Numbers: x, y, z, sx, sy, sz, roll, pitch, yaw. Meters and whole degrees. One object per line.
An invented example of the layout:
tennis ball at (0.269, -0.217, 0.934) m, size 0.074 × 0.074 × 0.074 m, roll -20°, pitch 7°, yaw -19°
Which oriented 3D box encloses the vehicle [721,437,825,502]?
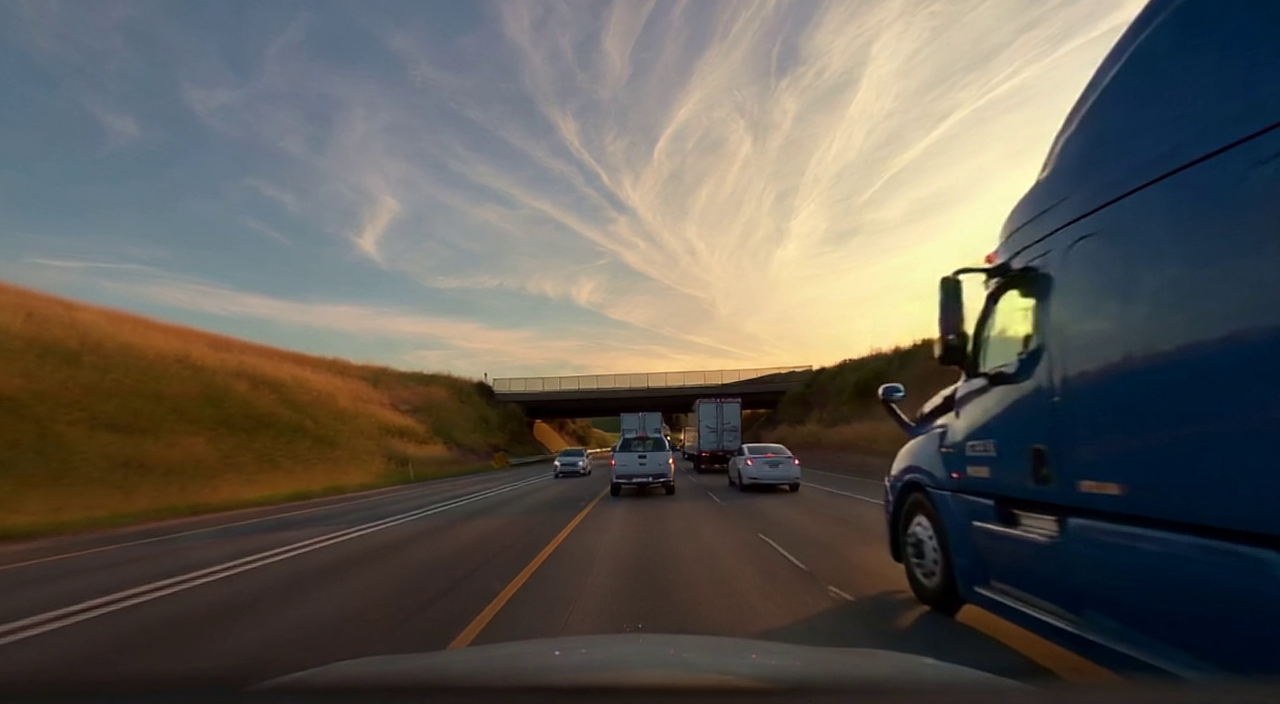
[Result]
vehicle at (3.448, 3.141, 17.190) m, size 1.972 × 1.505 × 3.946 m, roll -1°, pitch -9°, yaw 0°

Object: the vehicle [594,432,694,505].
vehicle at (0.144, 2.964, 16.401) m, size 2.256 × 1.615 × 4.114 m, roll -1°, pitch -9°, yaw 2°

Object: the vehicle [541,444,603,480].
vehicle at (-2.984, 4.945, 28.580) m, size 2.091 × 1.489 × 4.397 m, roll -1°, pitch -9°, yaw 3°

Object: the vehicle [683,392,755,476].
vehicle at (4.002, 4.440, 33.588) m, size 2.948 × 3.974 × 6.480 m, roll -1°, pitch -9°, yaw 0°
